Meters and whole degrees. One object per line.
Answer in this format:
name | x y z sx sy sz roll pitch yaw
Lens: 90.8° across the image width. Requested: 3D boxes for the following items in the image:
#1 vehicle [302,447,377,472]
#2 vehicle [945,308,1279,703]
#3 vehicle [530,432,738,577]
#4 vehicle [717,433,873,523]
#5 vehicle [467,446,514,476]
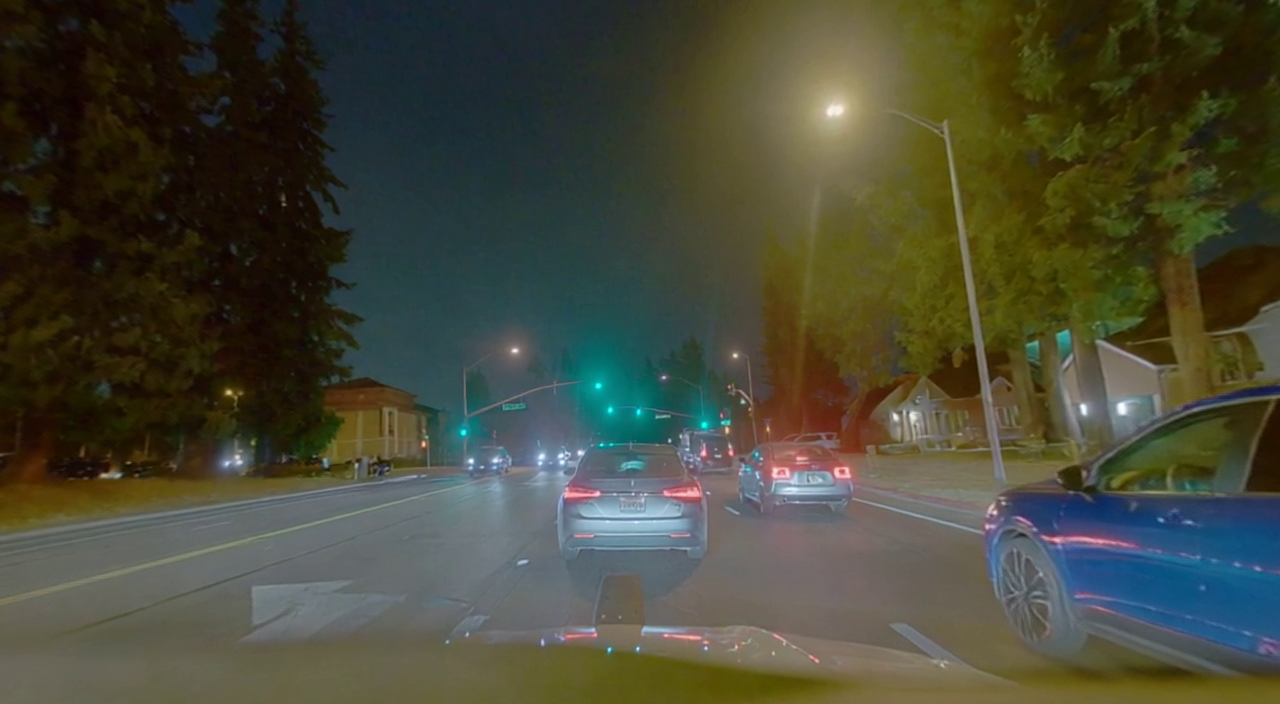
vehicle | -19.862 7.098 41.864 3.957 1.630 1.881 0 -8 0
vehicle | 3.375 0.765 2.602 2.006 1.766 4.345 0 -8 0
vehicle | -0.108 1.913 8.782 2.186 1.500 4.141 0 -8 -1
vehicle | 2.944 2.503 13.129 1.971 1.517 4.521 0 -8 -2
vehicle | -9.253 6.768 39.413 1.996 1.680 4.203 -2 -8 -2
